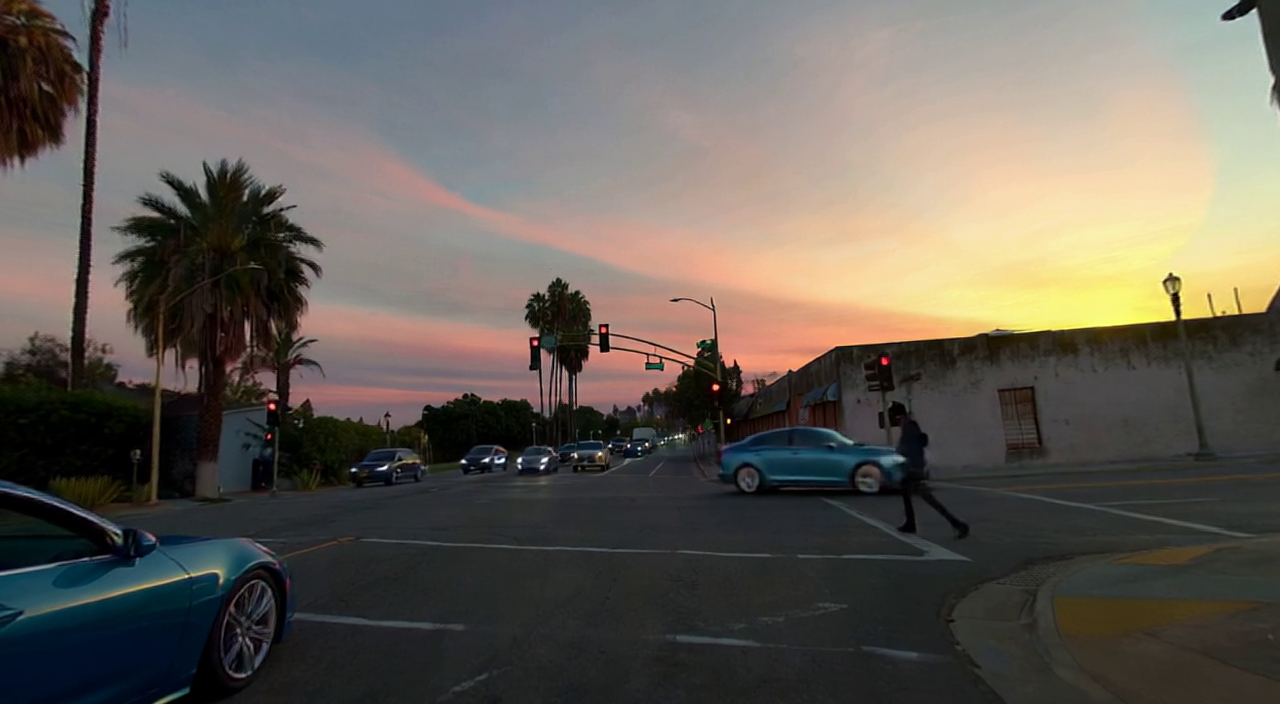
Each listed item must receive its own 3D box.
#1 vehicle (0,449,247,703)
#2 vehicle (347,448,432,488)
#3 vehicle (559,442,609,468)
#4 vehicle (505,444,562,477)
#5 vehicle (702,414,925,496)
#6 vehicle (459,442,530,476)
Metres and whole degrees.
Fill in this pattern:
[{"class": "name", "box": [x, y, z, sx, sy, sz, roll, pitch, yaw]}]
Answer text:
[{"class": "vehicle", "box": [-3.705, 1.021, 2.253, 1.850, 1.325, 4.295, 0, -9, 0]}, {"class": "vehicle", "box": [-12.607, 5.847, 32.147, 1.870, 1.705, 4.426, -7, -10, 11]}, {"class": "vehicle", "box": [-3.588, 6.734, 41.408, 2.072, 1.613, 4.386, -2, -9, 12]}, {"class": "vehicle", "box": [-5.043, 5.197, 30.522, 1.839, 1.468, 4.549, 0, -9, 2]}, {"class": "vehicle", "box": [4.143, 2.491, 15.446, 4.775, 1.709, 2.092, -6, -11, 34]}, {"class": "vehicle", "box": [-8.267, 6.227, 36.590, 2.050, 1.792, 5.507, -2, -10, 9]}]
